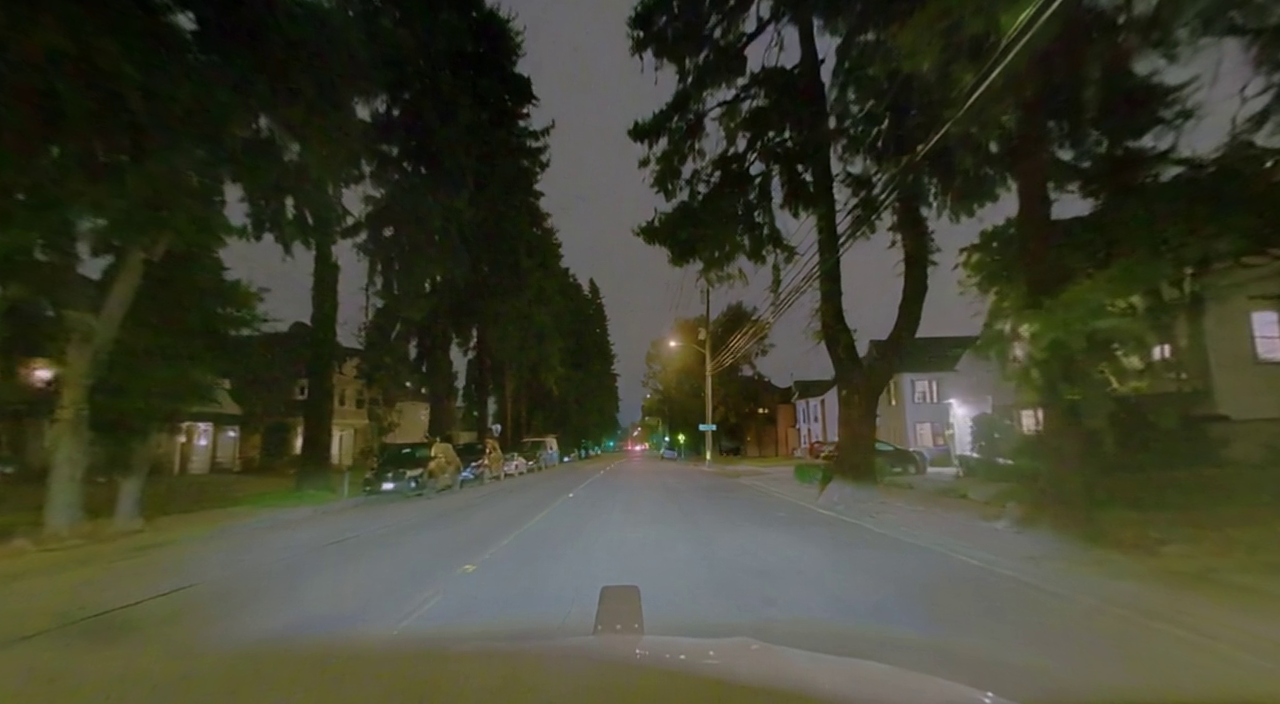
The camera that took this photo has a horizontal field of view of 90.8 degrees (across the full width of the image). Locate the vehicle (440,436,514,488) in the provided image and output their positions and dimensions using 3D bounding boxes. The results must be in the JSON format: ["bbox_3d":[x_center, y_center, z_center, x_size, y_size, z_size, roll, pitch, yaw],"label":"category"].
[{"bbox_3d":[-6.525,4.476,25.845,1.941,1.832,4.666,-1,-10,-1],"label":"vehicle"}]

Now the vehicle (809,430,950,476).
[{"bbox_3d":[9.779,4.154,26.092,4.979,1.769,1.943,0,-8,-1],"label":"vehicle"}]

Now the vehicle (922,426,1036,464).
[{"bbox_3d":[19.054,5.279,35.694,5.215,1.910,2.031,-1,-10,-3],"label":"vehicle"}]

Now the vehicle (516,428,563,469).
[{"bbox_3d":[-7.091,6.912,45.087,2.439,2.724,5.647,0,-9,0],"label":"vehicle"}]

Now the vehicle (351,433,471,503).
[{"bbox_3d":[-6.727,3.459,19.173,1.922,1.801,4.516,-1,-9,1],"label":"vehicle"}]
